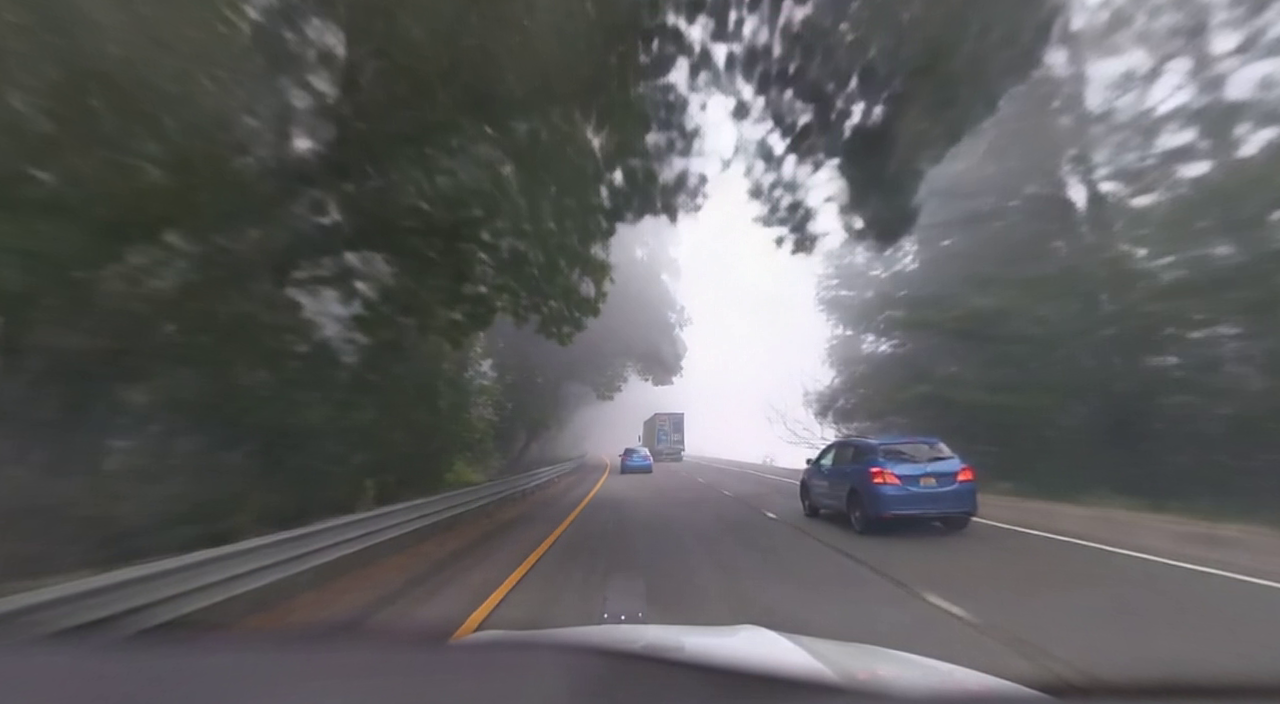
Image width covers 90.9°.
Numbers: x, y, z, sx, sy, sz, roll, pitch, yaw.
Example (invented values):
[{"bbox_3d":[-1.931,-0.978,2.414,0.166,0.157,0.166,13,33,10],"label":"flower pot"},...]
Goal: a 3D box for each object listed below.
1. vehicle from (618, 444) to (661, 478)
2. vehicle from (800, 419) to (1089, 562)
[{"bbox_3d":[-0.090,5.061,29.487,1.913,1.460,3.610,0,-9,-2],"label":"vehicle"},{"bbox_3d":[4.026,1.916,9.461,1.977,1.599,4.605,0,-9,-1],"label":"vehicle"}]
